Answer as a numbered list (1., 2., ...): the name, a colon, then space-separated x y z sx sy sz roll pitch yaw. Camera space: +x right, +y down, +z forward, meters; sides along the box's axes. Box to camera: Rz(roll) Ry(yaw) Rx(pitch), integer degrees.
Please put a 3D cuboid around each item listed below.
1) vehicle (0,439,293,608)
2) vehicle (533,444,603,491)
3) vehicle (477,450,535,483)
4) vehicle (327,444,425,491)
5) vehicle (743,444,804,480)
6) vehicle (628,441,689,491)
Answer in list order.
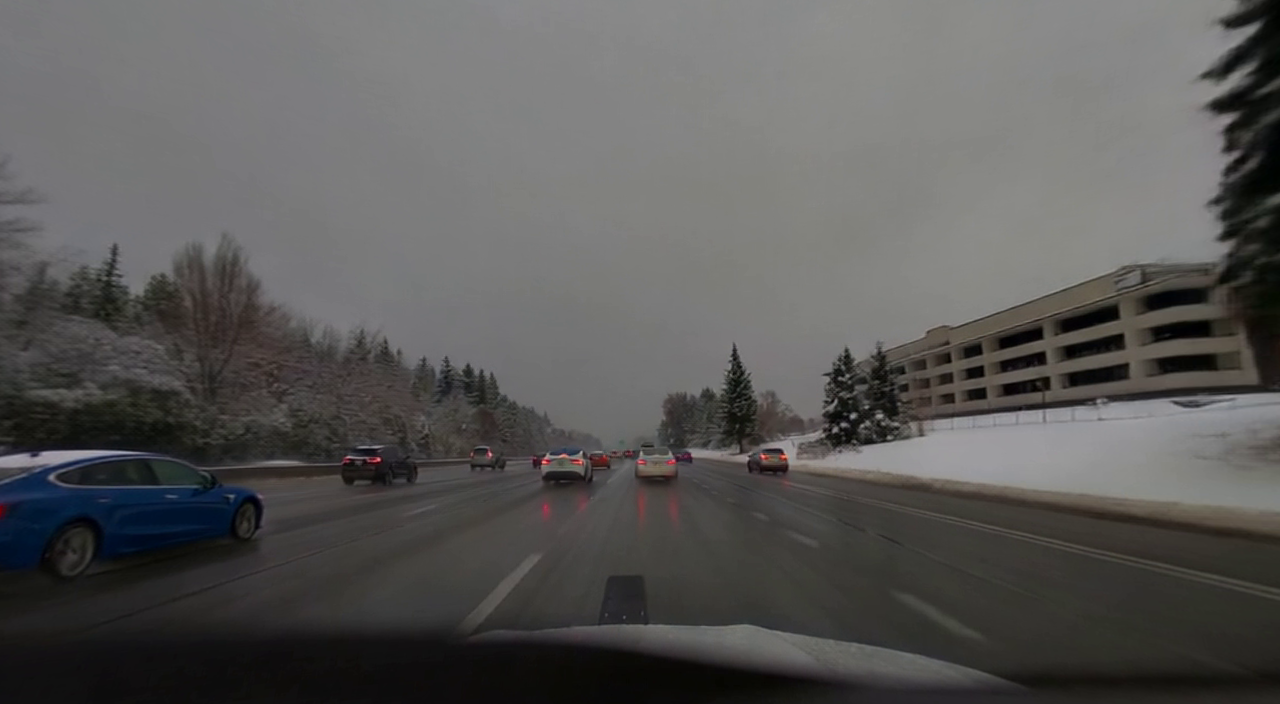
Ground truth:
1. vehicle: -6.673 1.848 7.737 2.116 1.473 4.644 -1 -8 1
2. vehicle: -2.670 4.423 24.462 2.102 1.624 4.257 -1 -8 2
3. vehicle: -6.503 5.587 31.052 1.886 1.455 4.148 -1 -8 1
4. vehicle: -10.356 4.527 25.116 1.947 1.683 4.331 -1 -8 1
5. vehicle: 7.137 5.915 34.190 2.071 1.754 4.484 0 -9 -3
6. vehicle: 0.666 4.282 24.131 2.114 1.715 4.136 -1 -8 1
